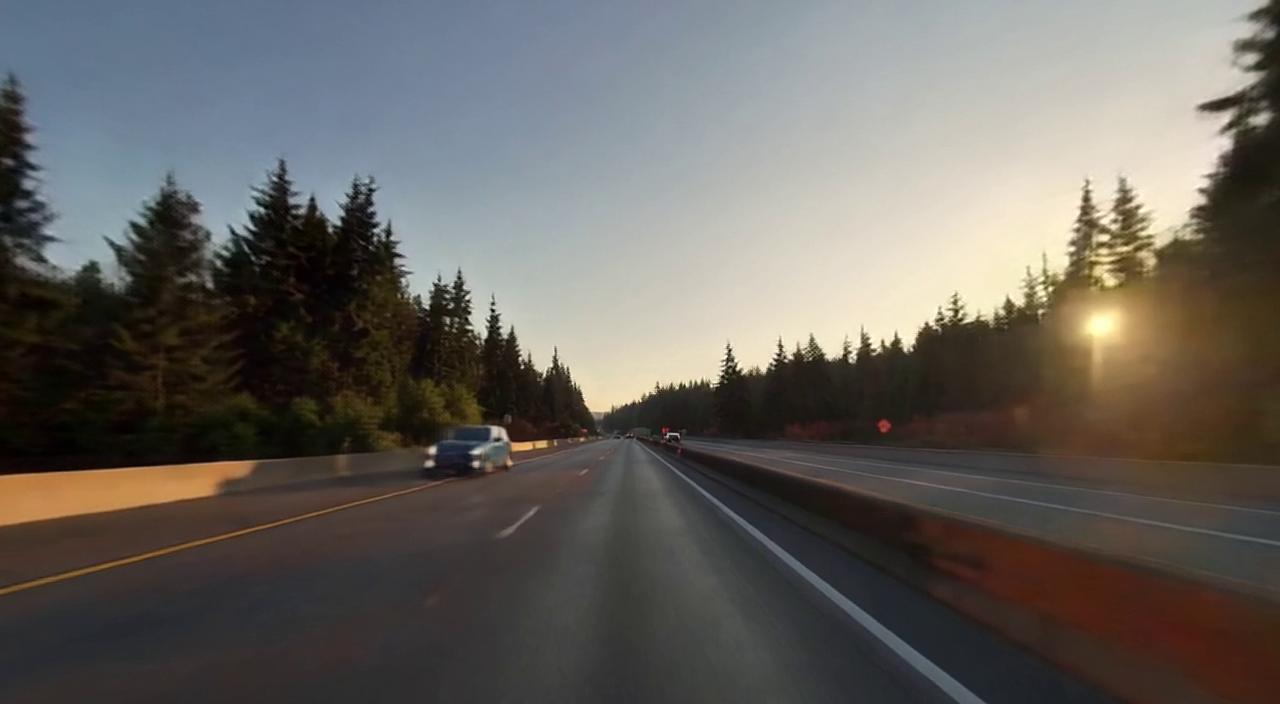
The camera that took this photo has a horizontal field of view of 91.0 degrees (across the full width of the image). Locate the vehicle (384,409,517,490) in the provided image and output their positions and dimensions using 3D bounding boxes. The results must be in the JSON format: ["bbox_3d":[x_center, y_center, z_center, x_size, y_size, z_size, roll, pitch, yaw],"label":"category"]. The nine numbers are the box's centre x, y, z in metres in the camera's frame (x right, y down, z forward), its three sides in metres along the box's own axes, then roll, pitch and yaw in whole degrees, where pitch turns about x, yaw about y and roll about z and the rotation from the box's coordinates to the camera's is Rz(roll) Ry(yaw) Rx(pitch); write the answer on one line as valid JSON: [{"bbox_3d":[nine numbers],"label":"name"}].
[{"bbox_3d":[-5.141,2.742,18.039,2.272,1.960,5.191,0,-8,-1],"label":"vehicle"}]
